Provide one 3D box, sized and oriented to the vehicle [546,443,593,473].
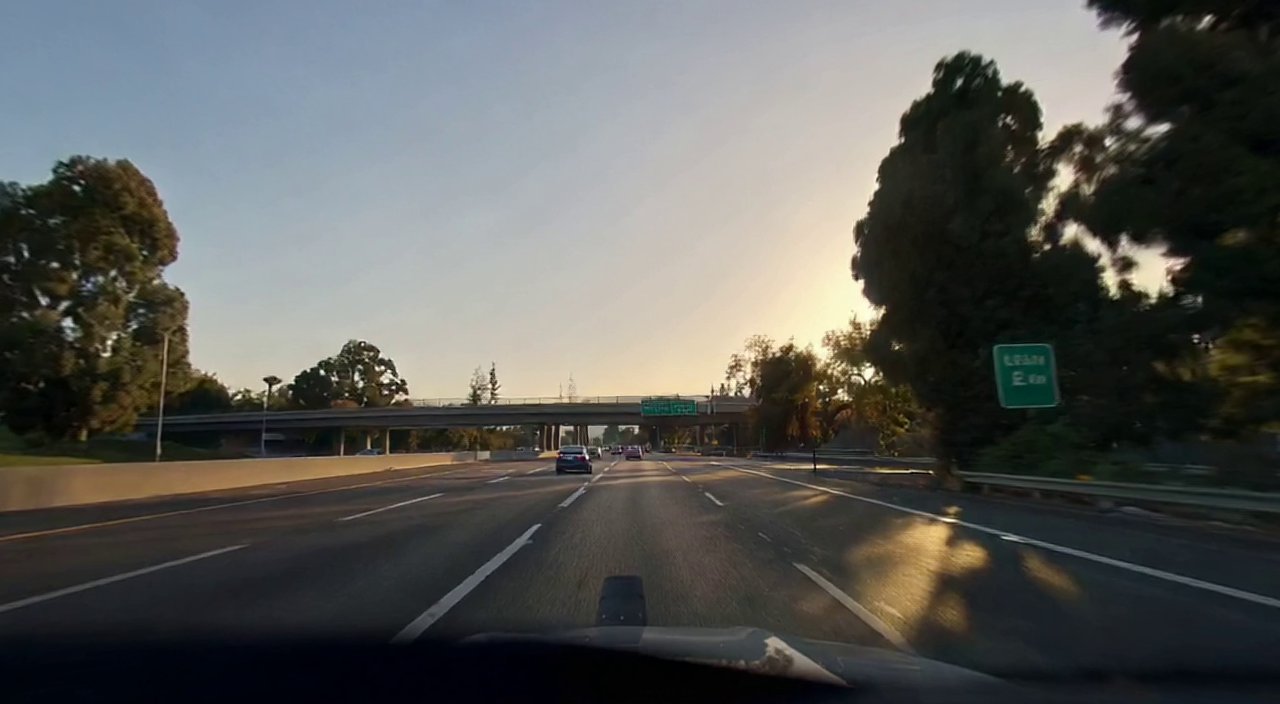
[{"bbox_3d":[-3.882,5.950,35.660,2.091,1.544,4.409,0,-8,1],"label":"vehicle"}]
